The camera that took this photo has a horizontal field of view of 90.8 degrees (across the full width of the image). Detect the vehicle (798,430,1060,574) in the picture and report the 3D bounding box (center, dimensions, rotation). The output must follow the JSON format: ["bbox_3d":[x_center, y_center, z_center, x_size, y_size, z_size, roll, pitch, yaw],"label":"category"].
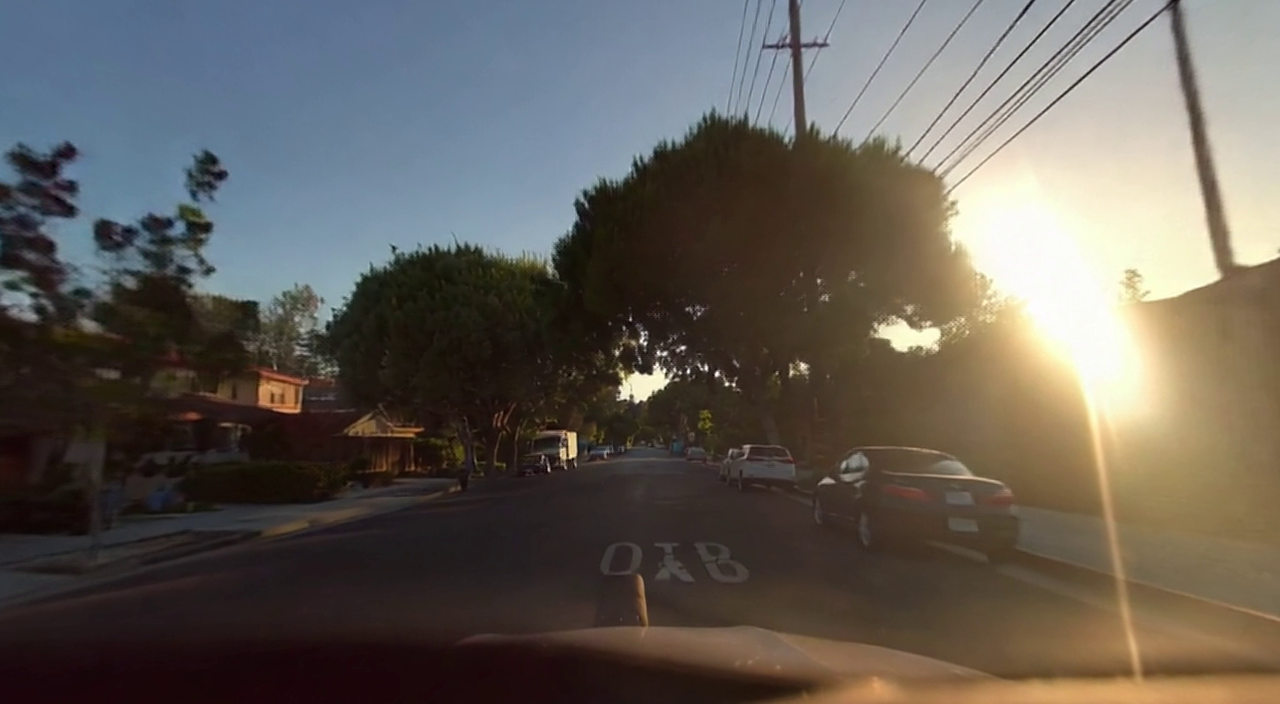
[{"bbox_3d":[3.592,1.903,8.825,1.903,1.500,4.057,0,-9,3],"label":"vehicle"}]

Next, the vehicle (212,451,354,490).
[{"bbox_3d":[-14.500,4.809,25.866,4.565,1.489,1.950,0,-9,-1],"label":"vehicle"}]

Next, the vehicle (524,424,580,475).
[{"bbox_3d":[-5.467,6.192,40.192,2.313,2.875,6.057,-3,-9,3],"label":"vehicle"}]

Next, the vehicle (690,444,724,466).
[{"bbox_3d":[4.873,7.593,46.630,2.016,1.544,4.645,0,-9,0],"label":"vehicle"}]

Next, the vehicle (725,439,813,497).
[{"bbox_3d":[3.843,3.528,19.683,1.970,1.530,4.899,0,-9,3],"label":"vehicle"}]

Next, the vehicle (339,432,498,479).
[{"bbox_3d":[-10.300,4.876,29.838,6.540,2.079,2.565,0,-9,2],"label":"vehicle"}]
